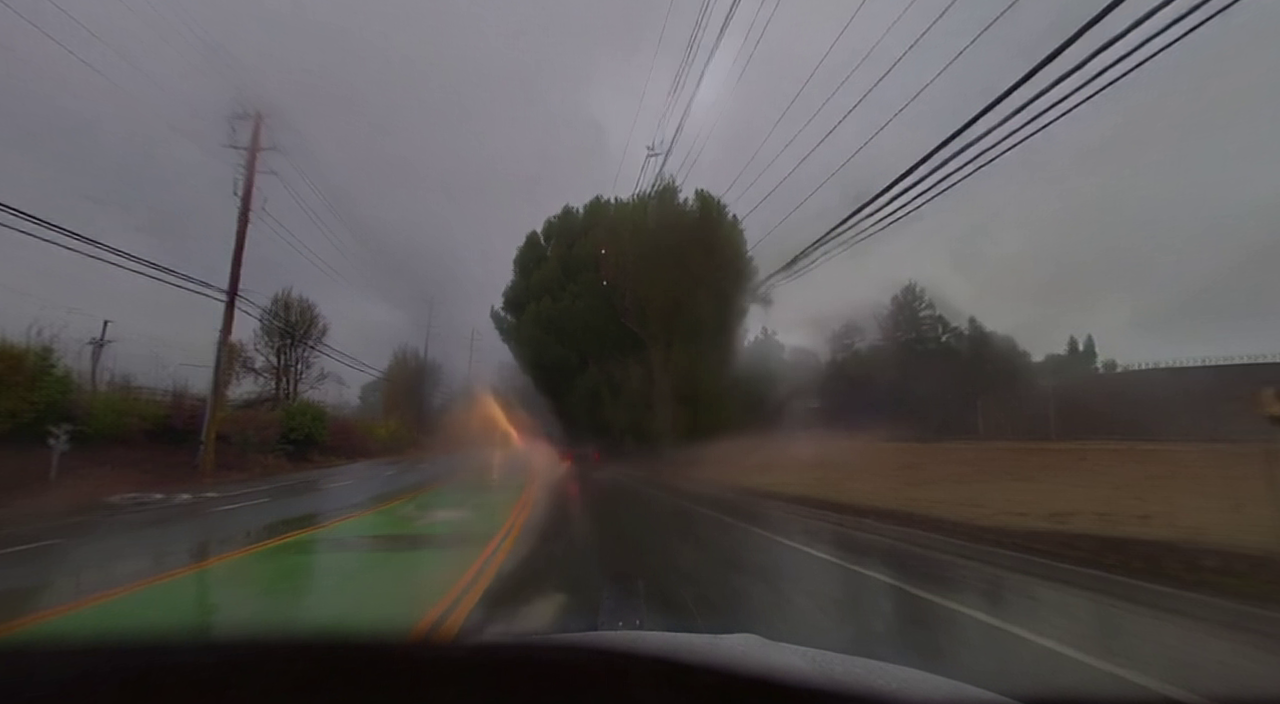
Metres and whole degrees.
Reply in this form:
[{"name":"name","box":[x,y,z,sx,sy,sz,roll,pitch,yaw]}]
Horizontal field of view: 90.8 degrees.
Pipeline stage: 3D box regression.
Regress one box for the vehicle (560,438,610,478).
[{"name":"vehicle","box":[-2.798,5.154,31.048,2.140,1.767,4.720,1,-9,-9]}]
